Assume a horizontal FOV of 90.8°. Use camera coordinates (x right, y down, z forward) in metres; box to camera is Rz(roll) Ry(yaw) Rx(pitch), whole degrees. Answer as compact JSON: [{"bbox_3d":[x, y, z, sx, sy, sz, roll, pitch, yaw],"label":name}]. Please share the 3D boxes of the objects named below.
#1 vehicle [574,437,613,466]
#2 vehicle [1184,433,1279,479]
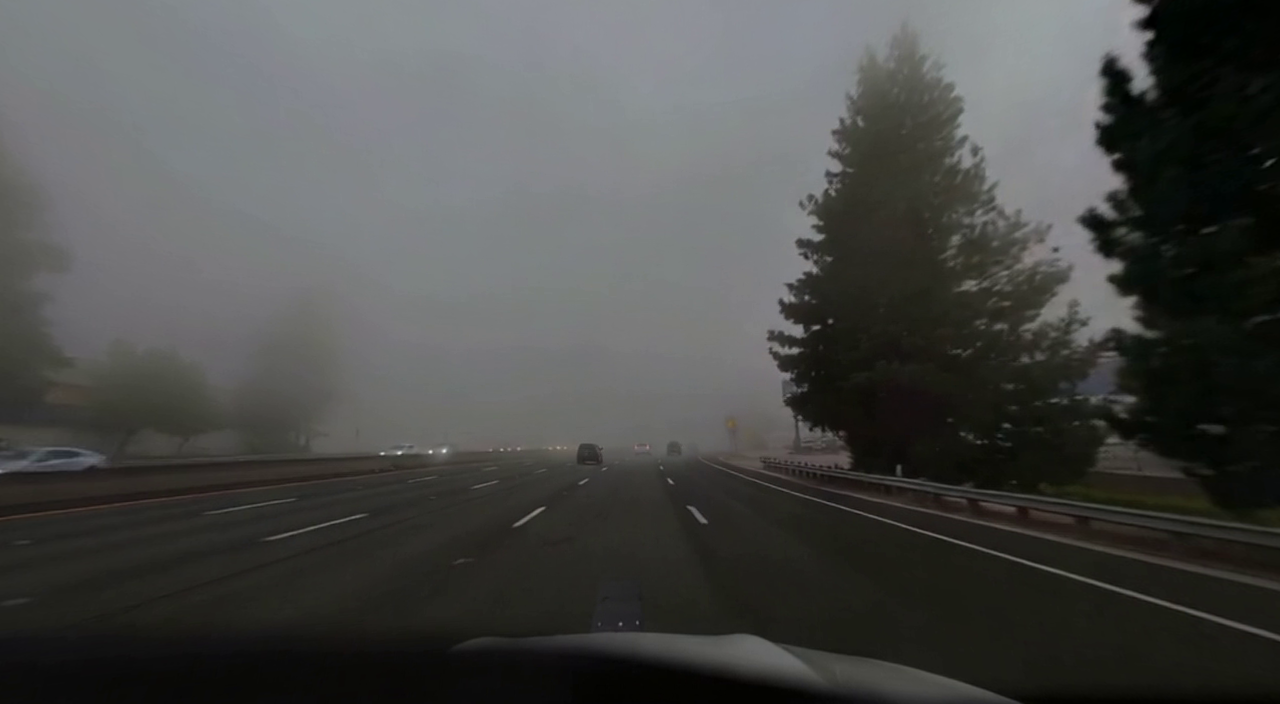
[{"bbox_3d":[-3.049,6.693,42.590,2.139,1.782,4.079,0,-9,3],"label":"vehicle"},{"bbox_3d":[21.439,3.496,21.193,4.503,1.448,1.819,-8,-13,34],"label":"vehicle"}]
